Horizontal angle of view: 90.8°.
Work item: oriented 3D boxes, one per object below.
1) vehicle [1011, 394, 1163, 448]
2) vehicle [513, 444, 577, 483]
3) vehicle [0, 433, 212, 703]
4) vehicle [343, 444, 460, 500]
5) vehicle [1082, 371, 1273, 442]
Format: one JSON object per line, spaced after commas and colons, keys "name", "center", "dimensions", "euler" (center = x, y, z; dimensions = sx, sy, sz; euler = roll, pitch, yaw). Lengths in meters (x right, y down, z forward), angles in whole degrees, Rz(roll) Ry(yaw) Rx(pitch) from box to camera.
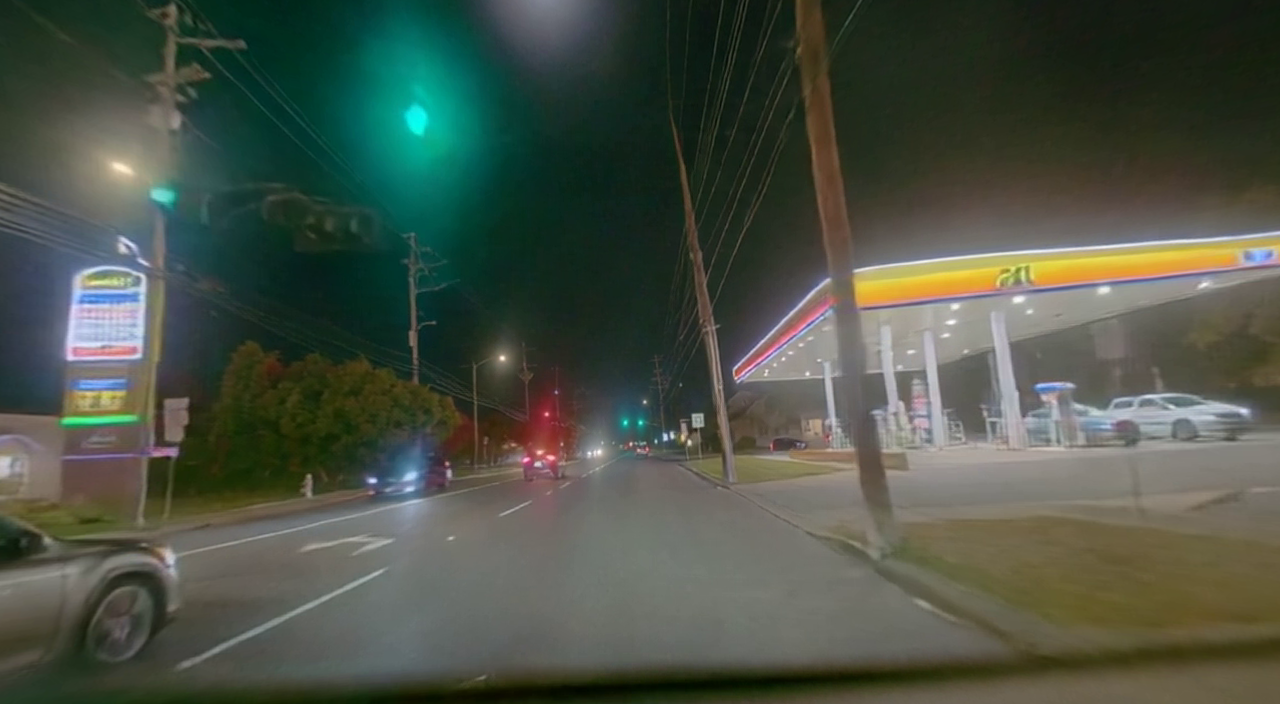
{"name": "vehicle", "center": [14.349, 2.333, 20.638], "dimensions": [1.835, 1.549, 4.178], "euler": [1, -8, -1]}
{"name": "vehicle", "center": [-3.922, 4.663, 26.766], "dimensions": [1.943, 1.455, 4.414], "euler": [1, -8, 1]}
{"name": "vehicle", "center": [-3.842, 0.961, 2.061], "dimensions": [1.704, 1.430, 4.587], "euler": [1, -8, -1]}
{"name": "vehicle", "center": [-9.466, 4.769, 25.695], "dimensions": [2.256, 1.772, 5.738], "euler": [-6, -9, 2]}
{"name": "vehicle", "center": [17.423, 1.924, 20.911], "dimensions": [2.014, 2.048, 4.717], "euler": [1, -8, -2]}
